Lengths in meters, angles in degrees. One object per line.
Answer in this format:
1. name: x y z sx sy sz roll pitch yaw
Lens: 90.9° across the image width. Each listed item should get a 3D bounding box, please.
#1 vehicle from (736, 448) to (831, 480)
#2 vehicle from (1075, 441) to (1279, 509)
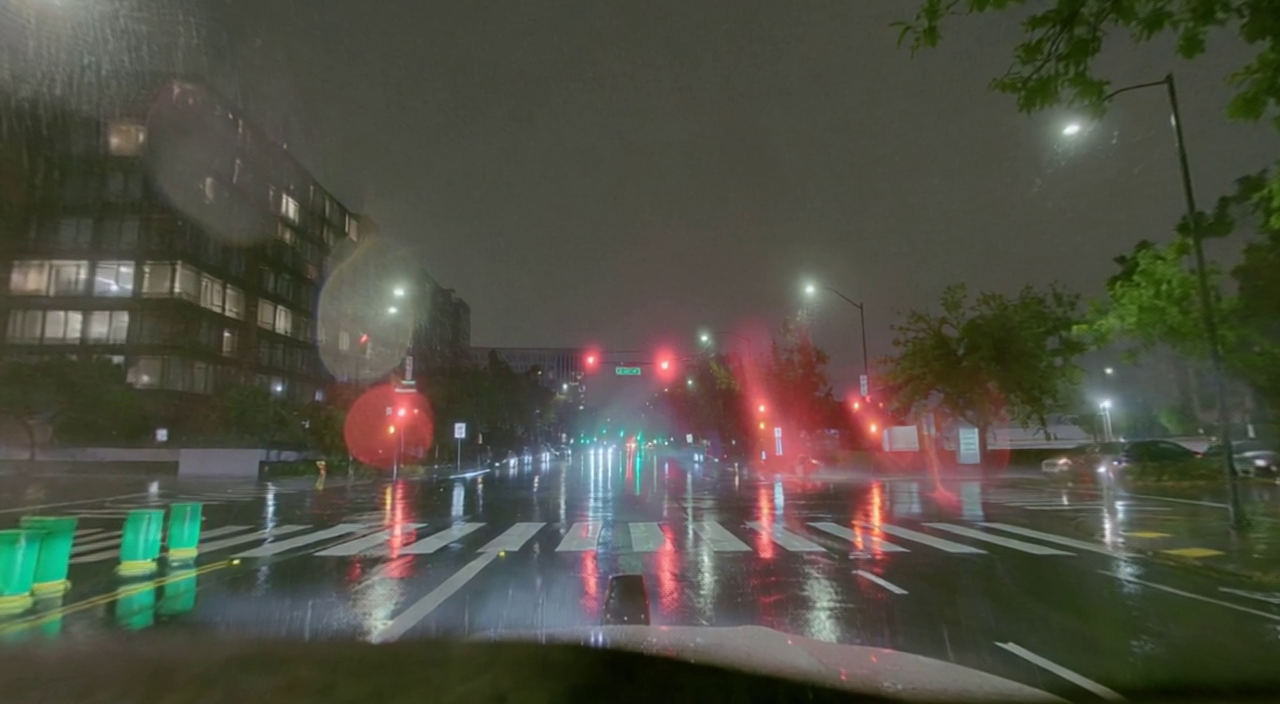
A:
1. vehicle: 7.367 5.725 32.475 4.368 1.522 1.972 -5 -9 27
2. vehicle: 12.997 2.787 14.556 4.424 1.436 1.804 -1 -8 5
